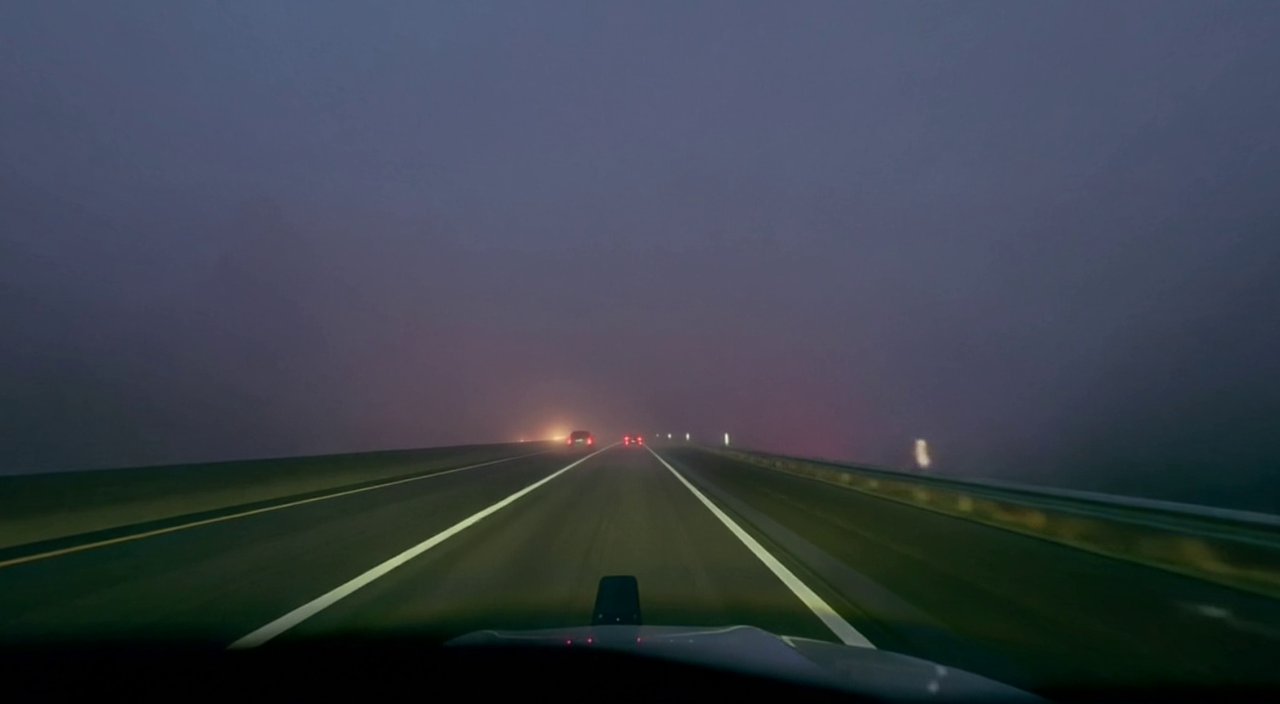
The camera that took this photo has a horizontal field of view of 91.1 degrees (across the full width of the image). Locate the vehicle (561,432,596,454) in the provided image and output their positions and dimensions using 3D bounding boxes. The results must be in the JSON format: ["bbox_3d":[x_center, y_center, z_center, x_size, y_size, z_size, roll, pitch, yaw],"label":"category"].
[{"bbox_3d":[-4.598,6.907,47.888,2.149,1.532,4.905,0,-8,0],"label":"vehicle"}]
